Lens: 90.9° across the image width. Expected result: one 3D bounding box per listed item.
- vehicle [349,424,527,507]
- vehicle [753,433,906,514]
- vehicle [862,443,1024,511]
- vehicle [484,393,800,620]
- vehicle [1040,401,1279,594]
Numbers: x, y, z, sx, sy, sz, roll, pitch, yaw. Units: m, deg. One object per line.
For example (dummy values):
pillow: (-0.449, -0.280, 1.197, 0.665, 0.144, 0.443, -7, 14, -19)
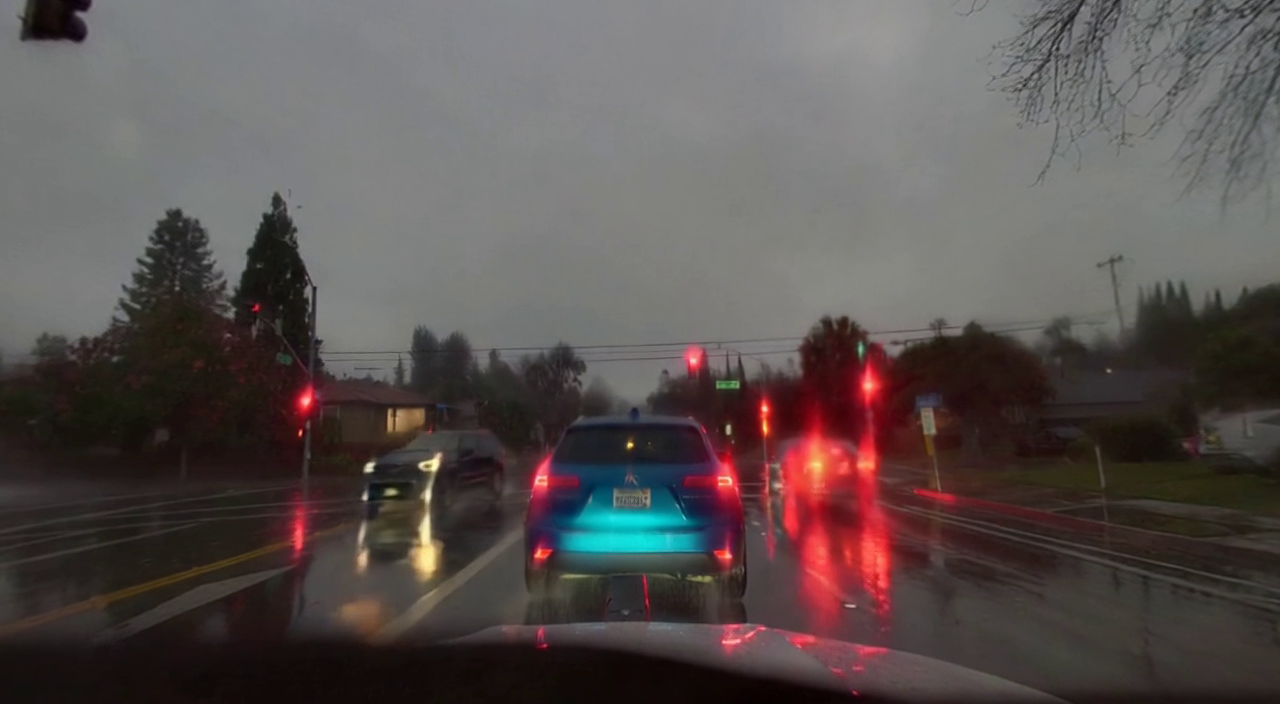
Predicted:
vehicle: (-4.921, 2.843, 16.310, 2.059, 1.797, 4.824, -2, -9, 15)
vehicle: (4.048, 2.665, 14.426, 2.077, 1.527, 4.755, 0, -8, 1)
vehicle: (7.293, 3.010, 15.794, 1.860, 1.436, 4.479, 0, -8, 0)
vehicle: (0.042, 1.464, 6.914, 2.322, 1.667, 4.367, 0, -8, 1)
vehicle: (7.022, 1.534, 7.049, 1.989, 1.791, 4.735, 0, -8, 1)
